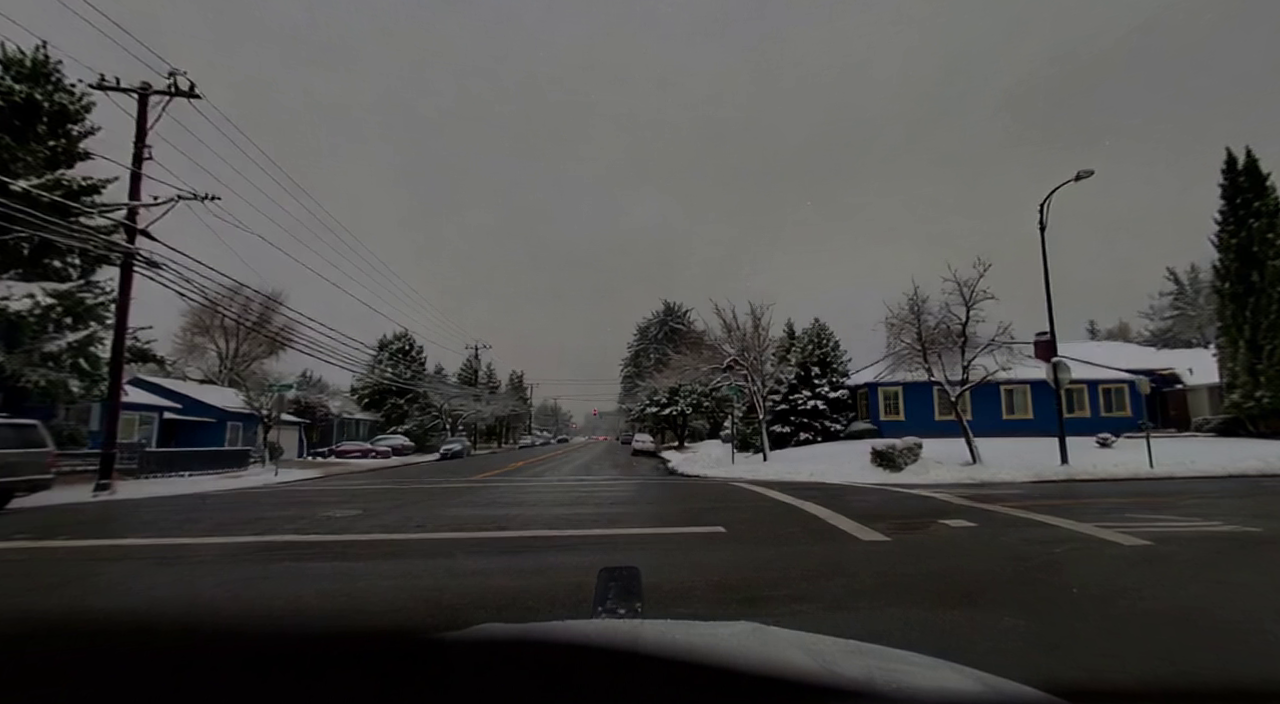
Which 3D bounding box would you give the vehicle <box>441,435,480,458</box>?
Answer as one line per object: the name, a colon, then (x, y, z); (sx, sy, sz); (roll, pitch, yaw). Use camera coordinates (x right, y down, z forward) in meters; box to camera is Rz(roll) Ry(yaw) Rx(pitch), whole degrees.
vehicle: (-12.869, 6.812, 45.543); (2.036, 1.546, 4.705); (1, -8, -7)
